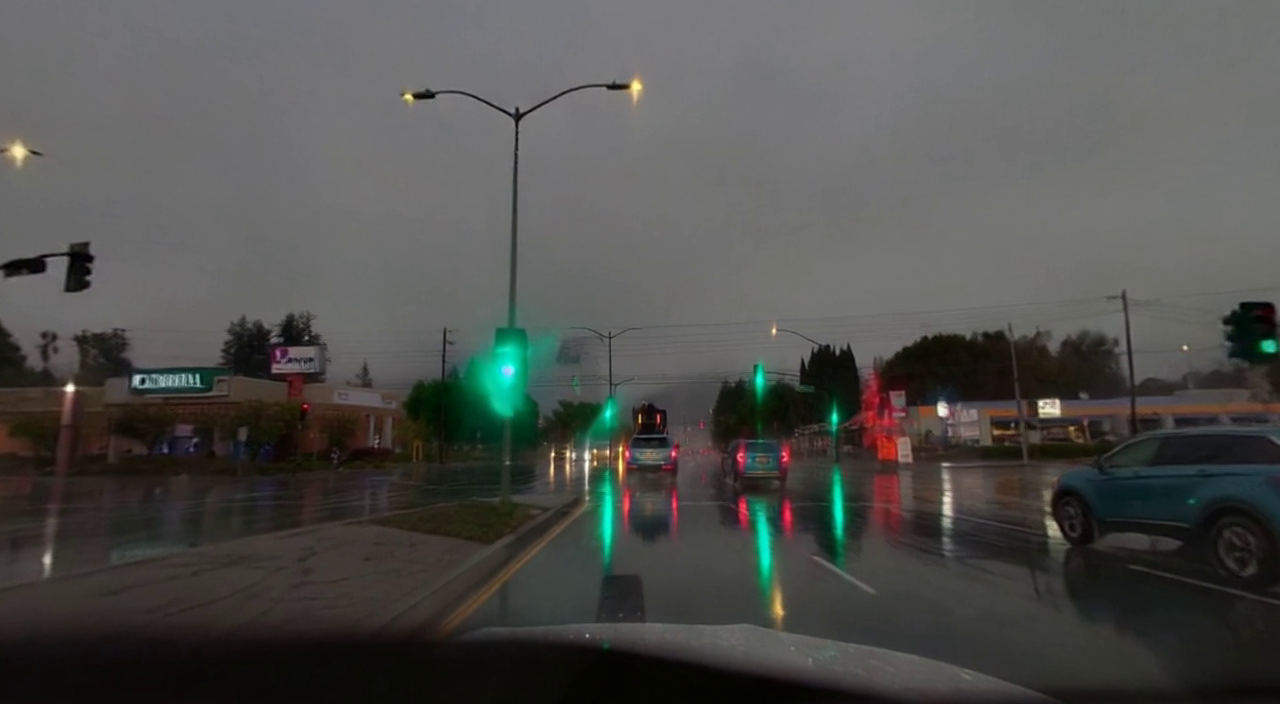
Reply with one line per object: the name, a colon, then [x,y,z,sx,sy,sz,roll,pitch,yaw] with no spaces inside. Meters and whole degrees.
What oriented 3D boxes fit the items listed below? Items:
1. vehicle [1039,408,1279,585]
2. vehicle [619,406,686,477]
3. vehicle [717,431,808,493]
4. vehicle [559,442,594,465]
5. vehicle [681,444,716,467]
vehicle: [7.167,1.596,7.436,1.982,1.698,4.408,0,-8,0]
vehicle: [0.457,3.456,24.312,2.370,2.518,3.858,0,-8,1]
vehicle: [3.764,3.472,20.210,2.025,1.754,4.311,0,-8,0]
vehicle: [-4.372,7.077,43.918,2.001,1.518,4.316,0,-8,-1]
vehicle: [3.976,7.129,43.499,1.967,1.515,4.378,0,-8,-1]
